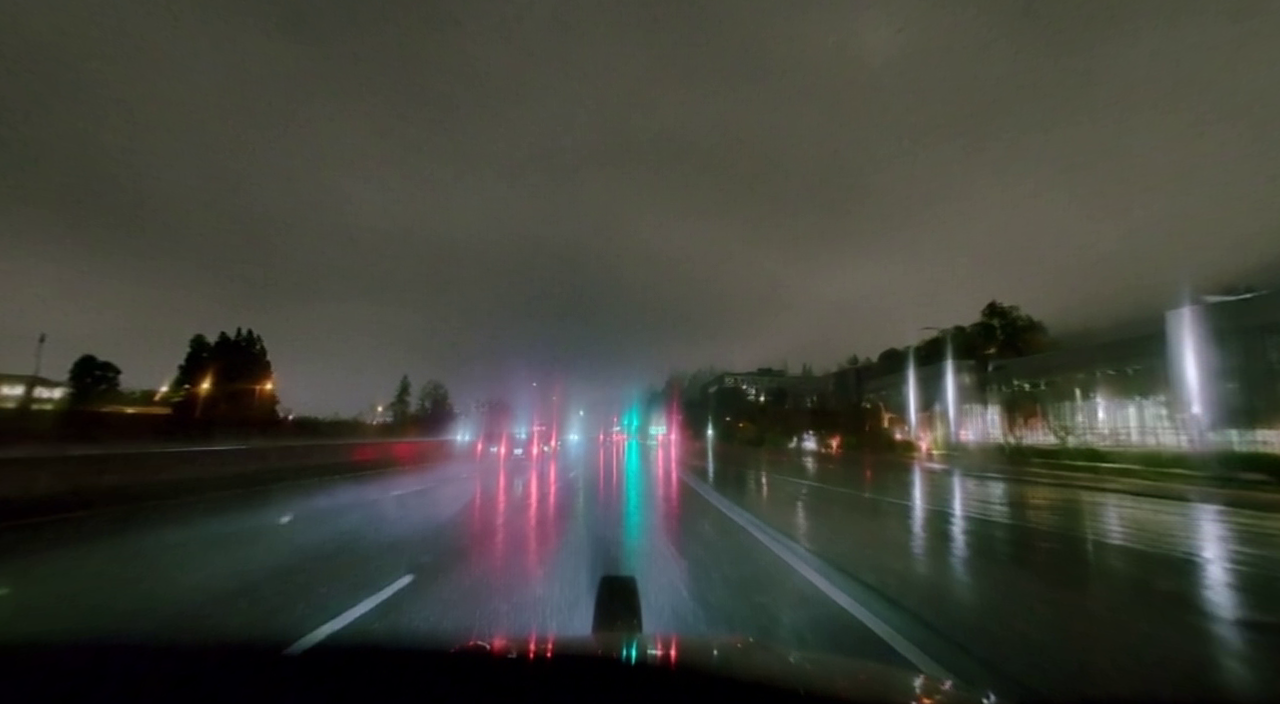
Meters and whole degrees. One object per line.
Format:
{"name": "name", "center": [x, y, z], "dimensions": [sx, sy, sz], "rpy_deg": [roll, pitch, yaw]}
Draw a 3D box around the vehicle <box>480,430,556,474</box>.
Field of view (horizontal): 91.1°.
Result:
{"name": "vehicle", "center": [-4.506, 3.750, 23.894], "dimensions": [1.996, 1.490, 4.571], "rpy_deg": [0, -8, 0]}
